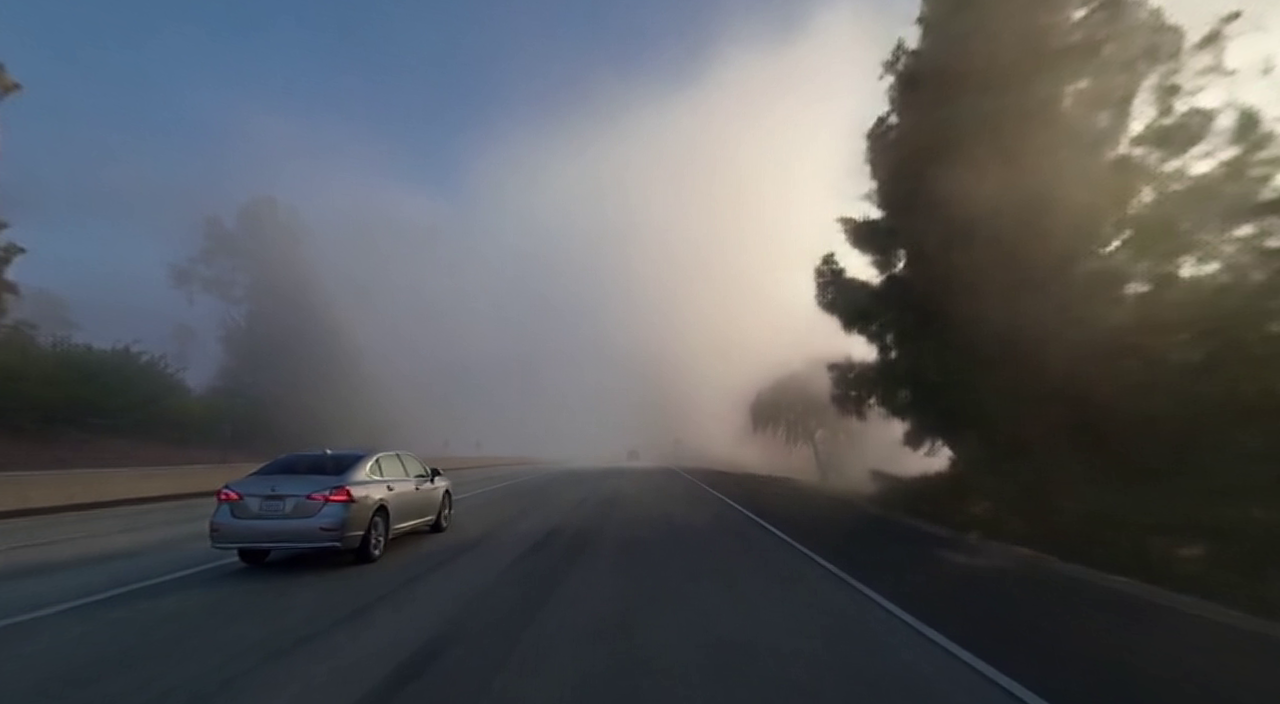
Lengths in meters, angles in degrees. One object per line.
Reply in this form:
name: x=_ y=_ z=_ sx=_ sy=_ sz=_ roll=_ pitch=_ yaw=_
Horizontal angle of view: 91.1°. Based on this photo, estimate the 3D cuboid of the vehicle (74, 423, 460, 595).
vehicle: x=-4.113 y=1.789 z=8.189 sx=2.092 sy=1.562 sz=4.748 roll=0 pitch=-8 yaw=0
